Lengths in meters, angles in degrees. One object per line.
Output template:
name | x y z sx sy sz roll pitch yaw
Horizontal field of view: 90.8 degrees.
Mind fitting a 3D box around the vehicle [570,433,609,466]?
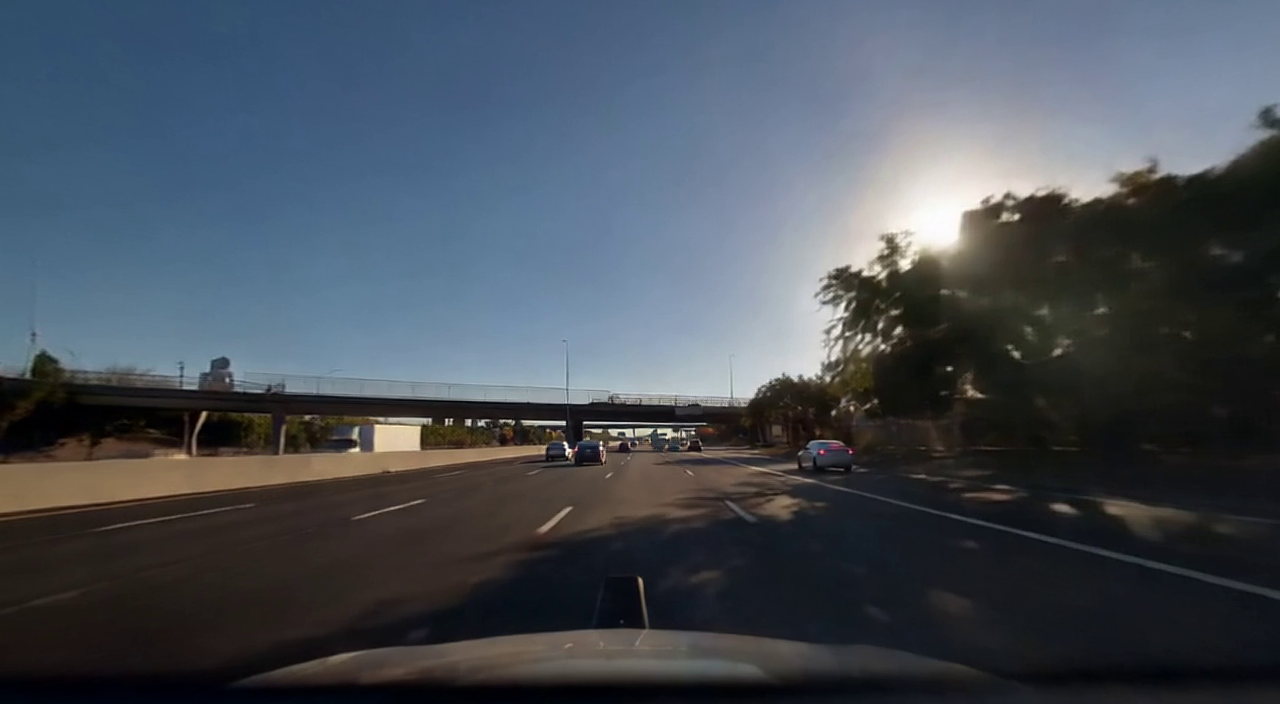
vehicle | -2.945 5.829 37.863 1.893 1.827 4.513 0 -8 1

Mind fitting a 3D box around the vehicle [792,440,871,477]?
vehicle | 7.955 4.444 26.680 1.900 1.432 4.519 0 -8 0

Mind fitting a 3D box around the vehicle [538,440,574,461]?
vehicle | -6.247 7.385 47.441 2.009 1.462 4.458 0 -8 1

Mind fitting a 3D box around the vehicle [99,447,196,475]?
vehicle | -29.311 6.464 37.774 1.956 1.566 4.663 0 -8 1
